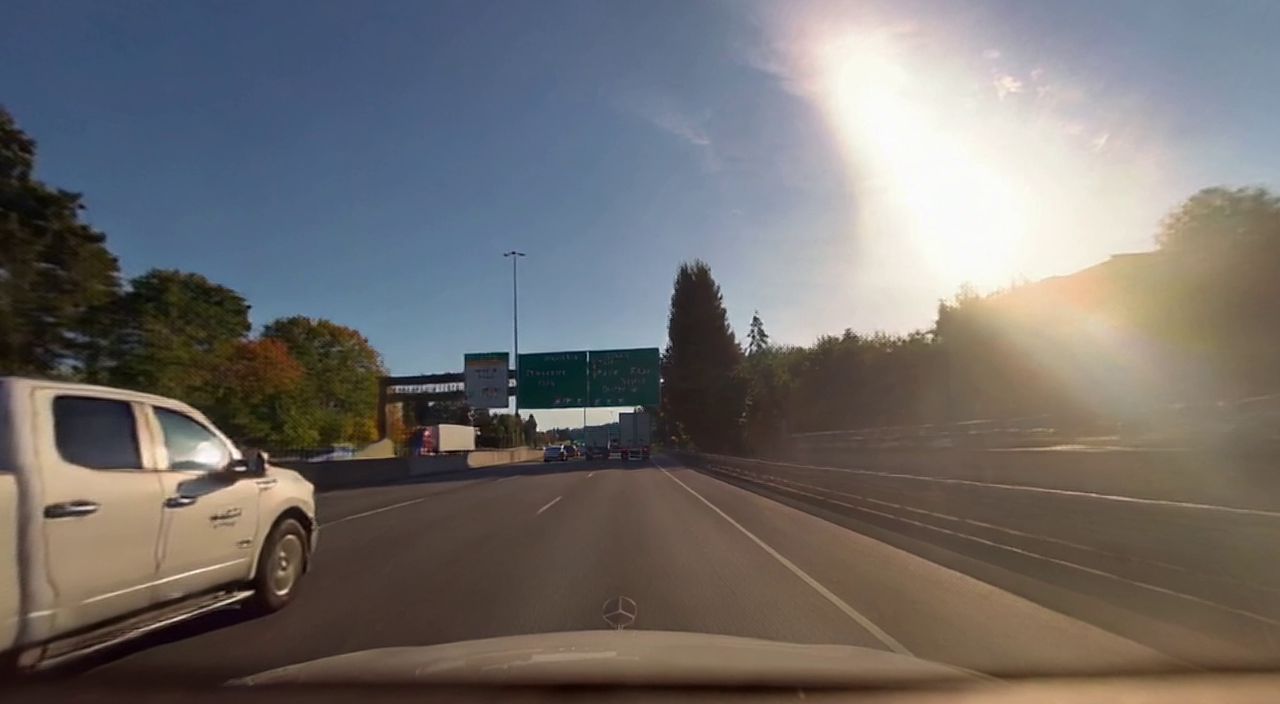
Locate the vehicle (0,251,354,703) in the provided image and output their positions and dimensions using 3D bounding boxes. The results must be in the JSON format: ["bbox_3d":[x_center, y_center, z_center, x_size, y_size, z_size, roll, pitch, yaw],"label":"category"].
[{"bbox_3d":[-3.446,0.737,2.711,2.223,2.045,4.798,0,-8,-1],"label":"vehicle"}]
